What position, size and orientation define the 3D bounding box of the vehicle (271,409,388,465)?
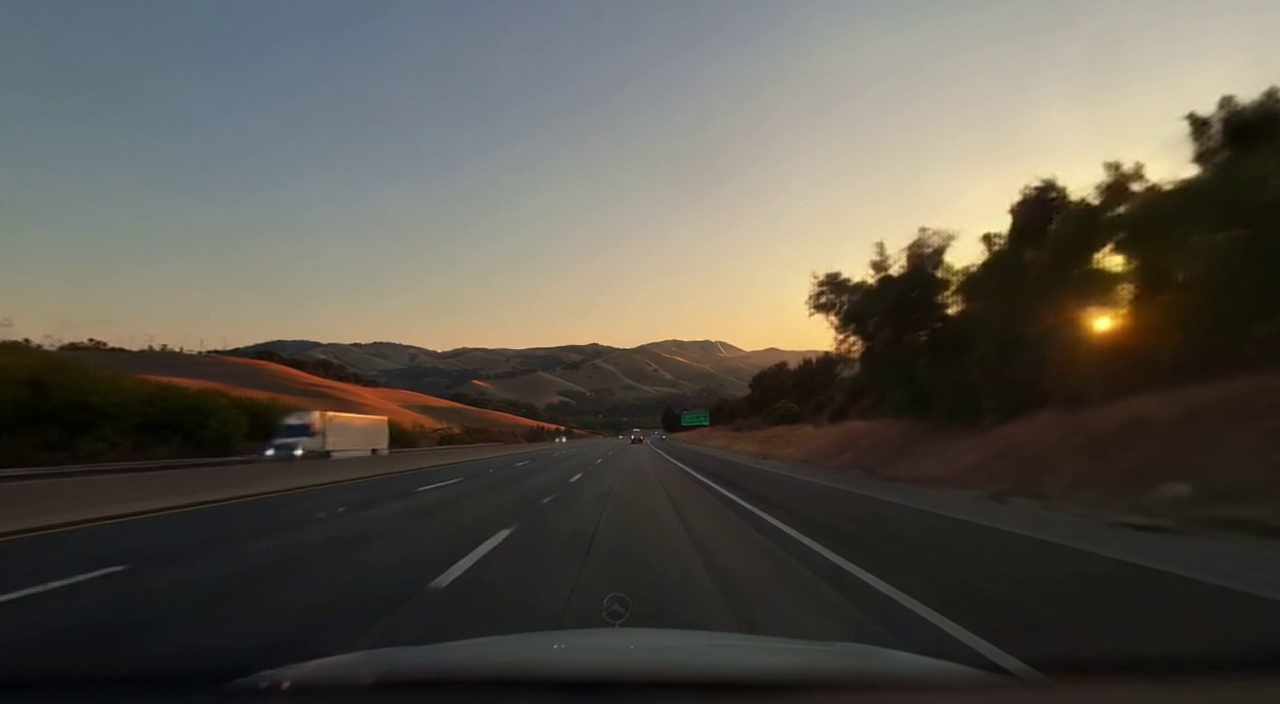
[{"bbox_3d":[-23.396,6.563,48.509,3.093,3.762,12.209,0,-8,-2],"label":"vehicle"}]
